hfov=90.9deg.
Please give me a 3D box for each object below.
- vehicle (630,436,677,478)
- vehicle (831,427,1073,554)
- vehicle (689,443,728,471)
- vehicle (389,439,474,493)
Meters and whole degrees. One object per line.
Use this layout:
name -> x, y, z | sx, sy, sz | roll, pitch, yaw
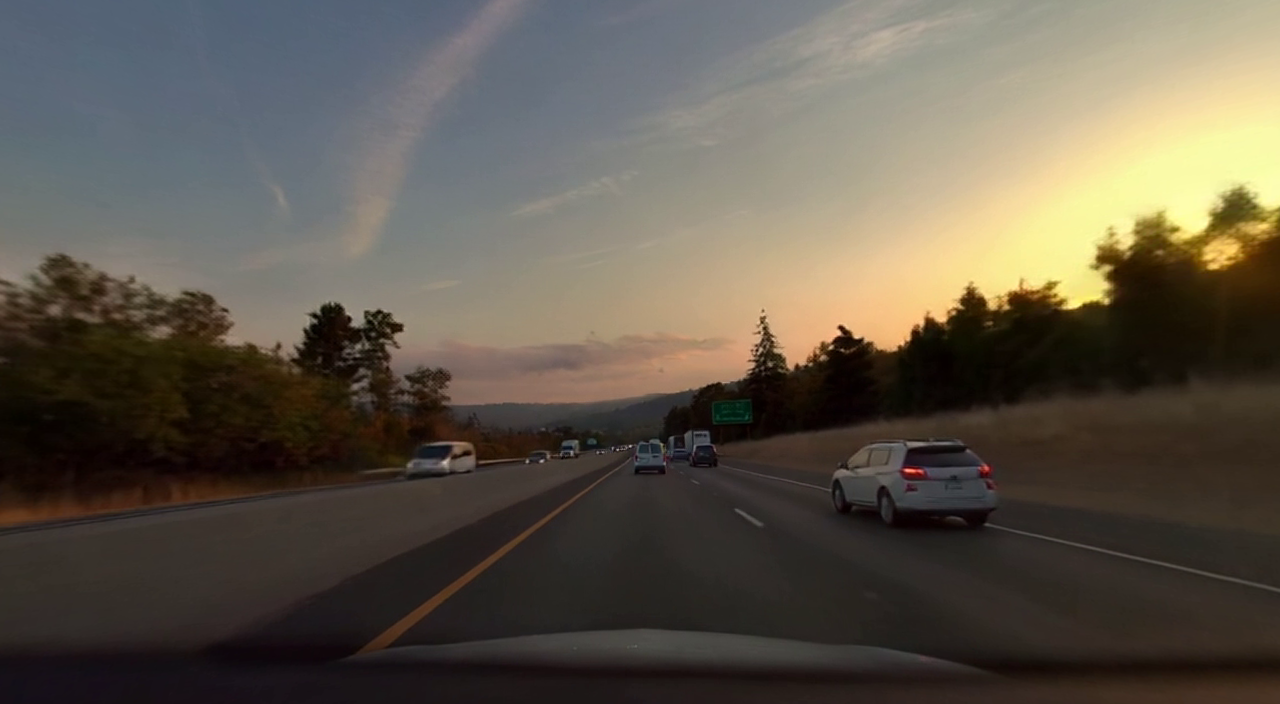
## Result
vehicle -> 0.648, 5.203, 31.280 | 2.143, 1.925, 4.101 | 0, -9, 0
vehicle -> 4.436, 1.998, 9.675 | 1.868, 1.566, 3.509 | 0, -9, 0
vehicle -> 4.347, 6.784, 40.723 | 1.961, 1.689, 3.971 | 0, -9, -1
vehicle -> -8.349, 4.600, 25.707 | 1.951, 1.990, 4.308 | 0, -9, 0
